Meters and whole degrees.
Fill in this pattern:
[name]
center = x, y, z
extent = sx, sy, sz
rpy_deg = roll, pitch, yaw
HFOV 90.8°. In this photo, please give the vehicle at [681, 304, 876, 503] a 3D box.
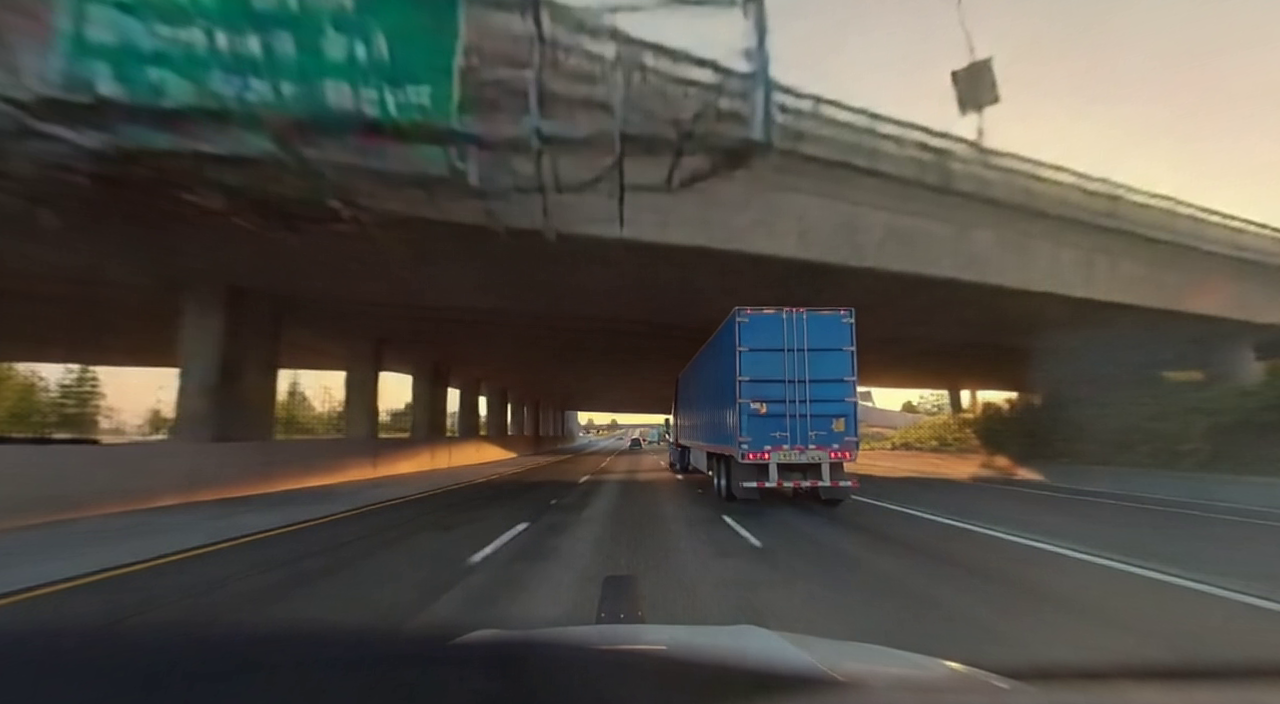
[vehicle]
center = 3.367, 2.282, 21.334
extent = 2.743, 4.160, 16.408
rpy_deg = 0, -9, -1
